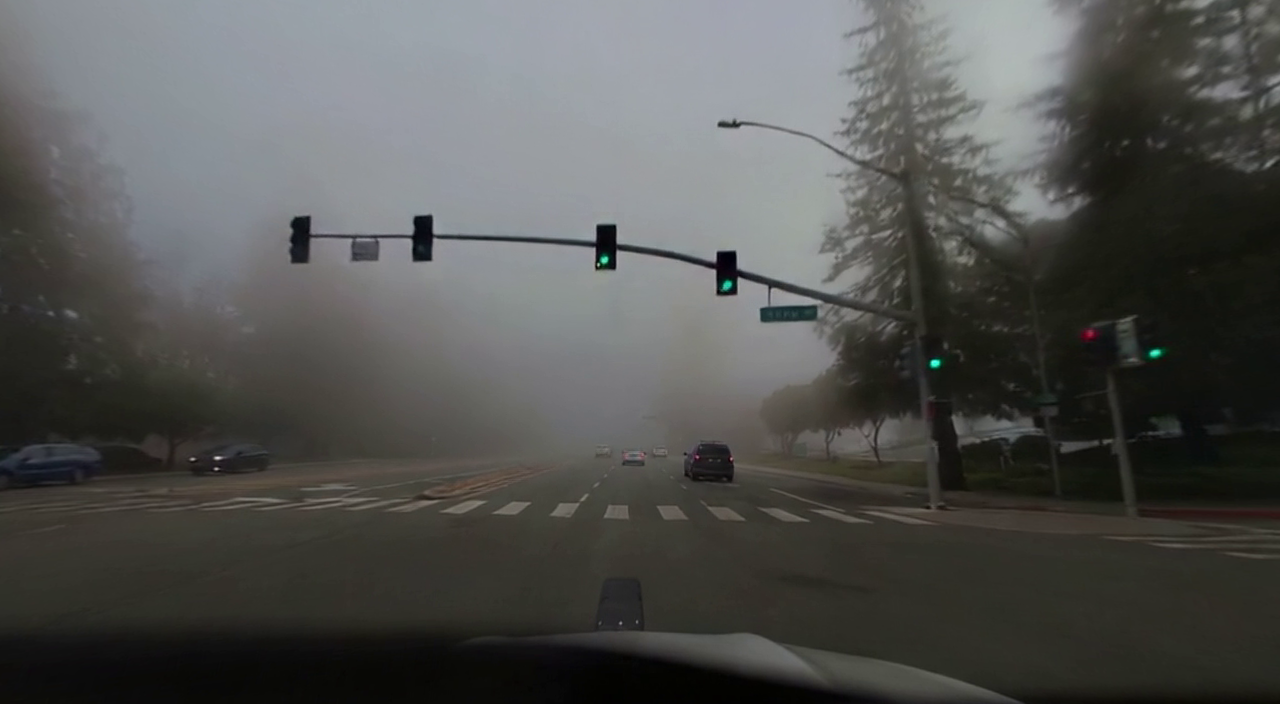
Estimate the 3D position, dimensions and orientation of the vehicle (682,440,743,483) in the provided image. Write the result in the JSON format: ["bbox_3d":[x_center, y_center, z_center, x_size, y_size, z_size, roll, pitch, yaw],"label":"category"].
[{"bbox_3d":[3.177,4.903,28.615,2.181,1.781,4.257,1,-8,-1],"label":"vehicle"}]

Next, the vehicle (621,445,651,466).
[{"bbox_3d":[-0.308,7.459,45.742,2.039,1.455,3.826,1,-8,-1],"label":"vehicle"}]

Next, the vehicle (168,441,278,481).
[{"bbox_3d":[-19.273,5.028,29.471,2.048,1.686,4.427,0,-9,0],"label":"vehicle"}]

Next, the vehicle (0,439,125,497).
[{"bbox_3d":[-22.901,4.277,23.473,2.598,1.924,5.802,-1,-9,0],"label":"vehicle"}]
